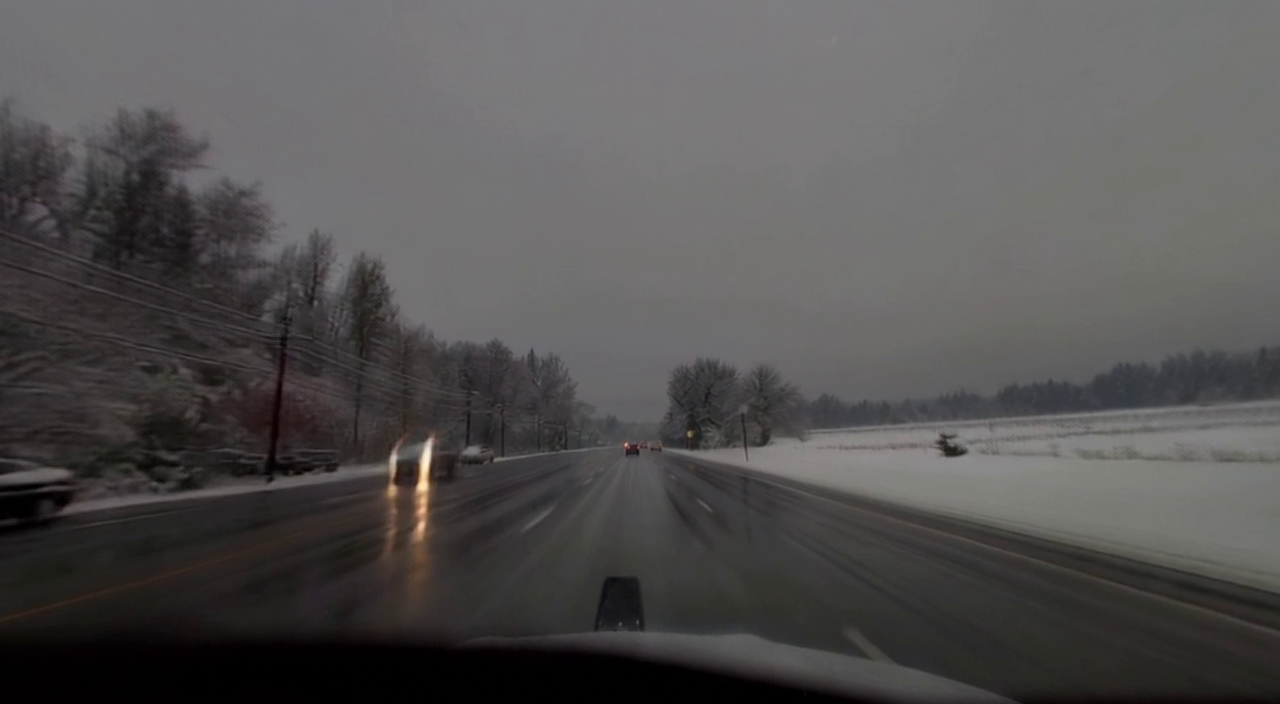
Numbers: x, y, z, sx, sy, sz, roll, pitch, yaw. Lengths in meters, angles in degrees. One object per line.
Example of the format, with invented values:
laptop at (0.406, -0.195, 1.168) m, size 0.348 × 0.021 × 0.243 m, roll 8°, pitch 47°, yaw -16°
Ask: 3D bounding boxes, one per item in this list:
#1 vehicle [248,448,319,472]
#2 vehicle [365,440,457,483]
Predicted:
vehicle at (-24.559, 7.456, 43.632) m, size 3.658 × 1.605 × 1.985 m, roll 0°, pitch -9°, yaw 0°
vehicle at (-9.856, 4.742, 27.642) m, size 2.365 × 1.697 × 4.391 m, roll 0°, pitch -8°, yaw 0°
